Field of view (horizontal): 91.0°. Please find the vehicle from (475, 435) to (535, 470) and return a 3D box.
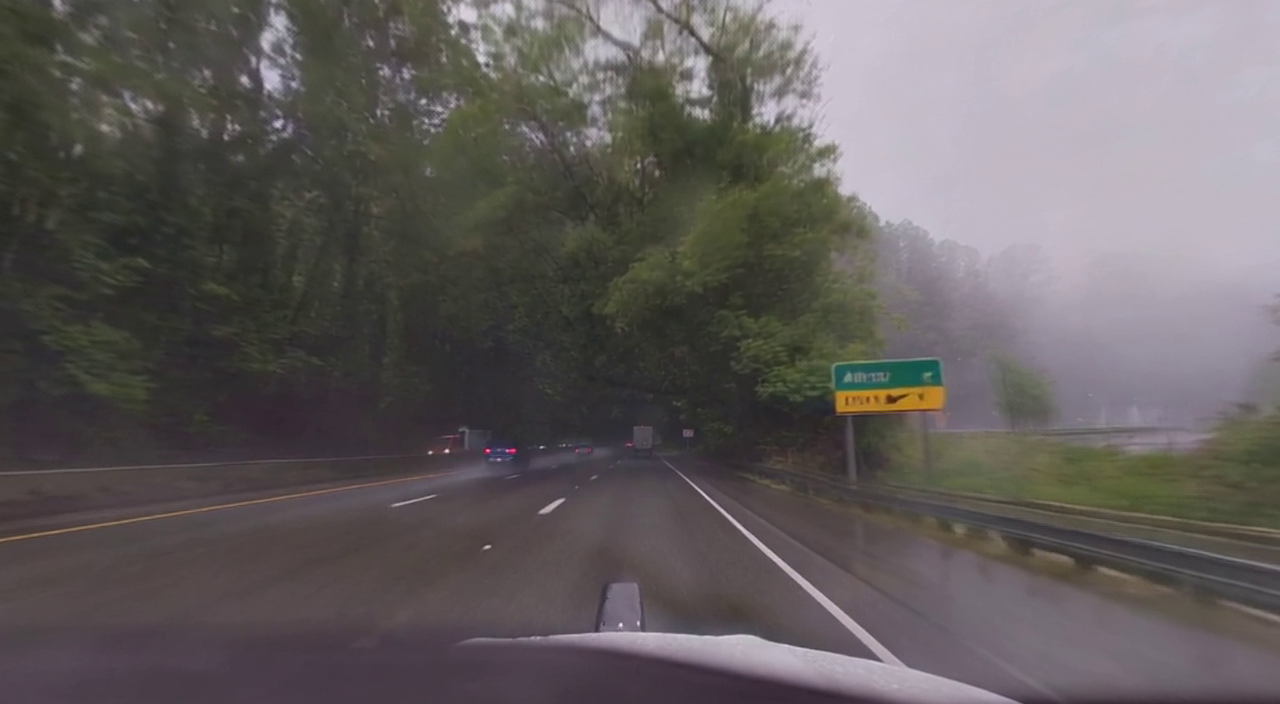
[{"bbox_3d":[-7.403,5.588,35.129,2.253,1.815,4.618,0,-8,1],"label":"vehicle"}]
